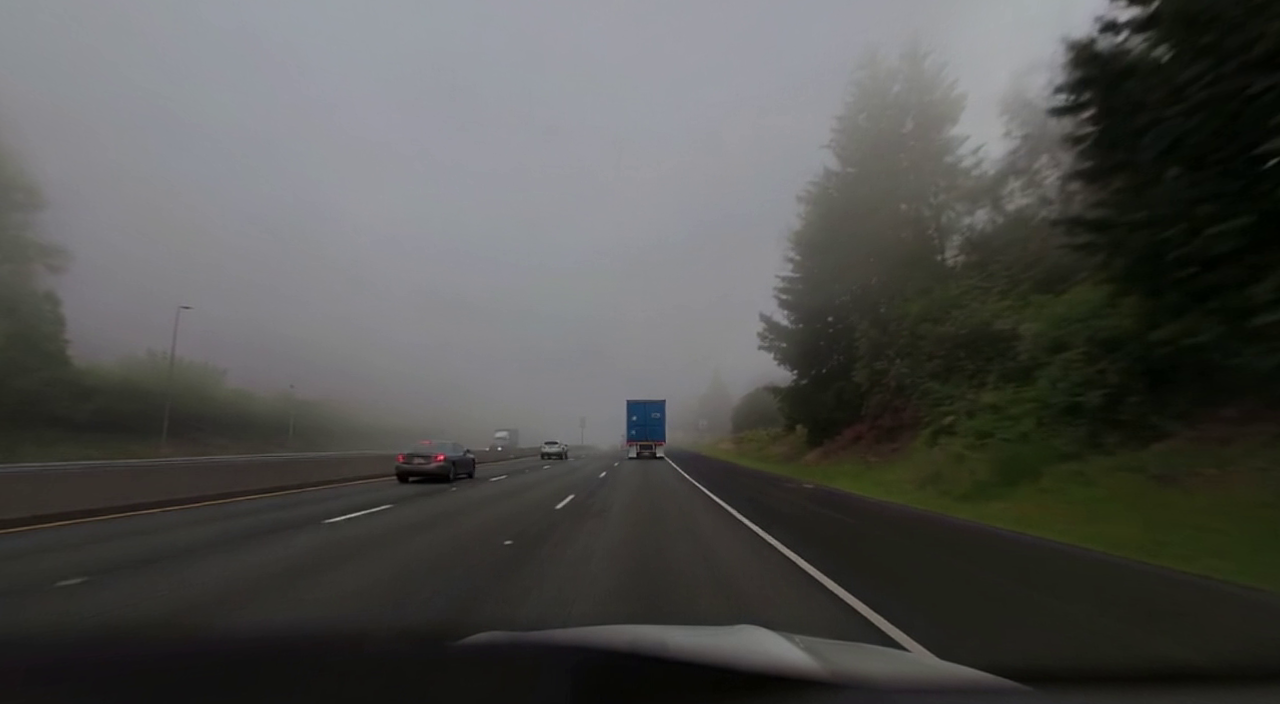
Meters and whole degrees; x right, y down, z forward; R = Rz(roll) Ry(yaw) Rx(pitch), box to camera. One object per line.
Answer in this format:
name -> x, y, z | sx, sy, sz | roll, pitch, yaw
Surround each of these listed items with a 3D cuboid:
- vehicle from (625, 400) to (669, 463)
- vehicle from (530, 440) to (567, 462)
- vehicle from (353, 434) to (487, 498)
vehicle -> 0.483, 6.313, 49.120 | 2.918, 4.124, 14.567 | 0, -8, 0
vehicle -> -6.785, 7.390, 47.236 | 2.050, 1.540, 4.766 | 0, -8, 1
vehicle -> -5.871, 3.083, 17.530 | 2.017, 1.517, 4.766 | 0, -8, 0
